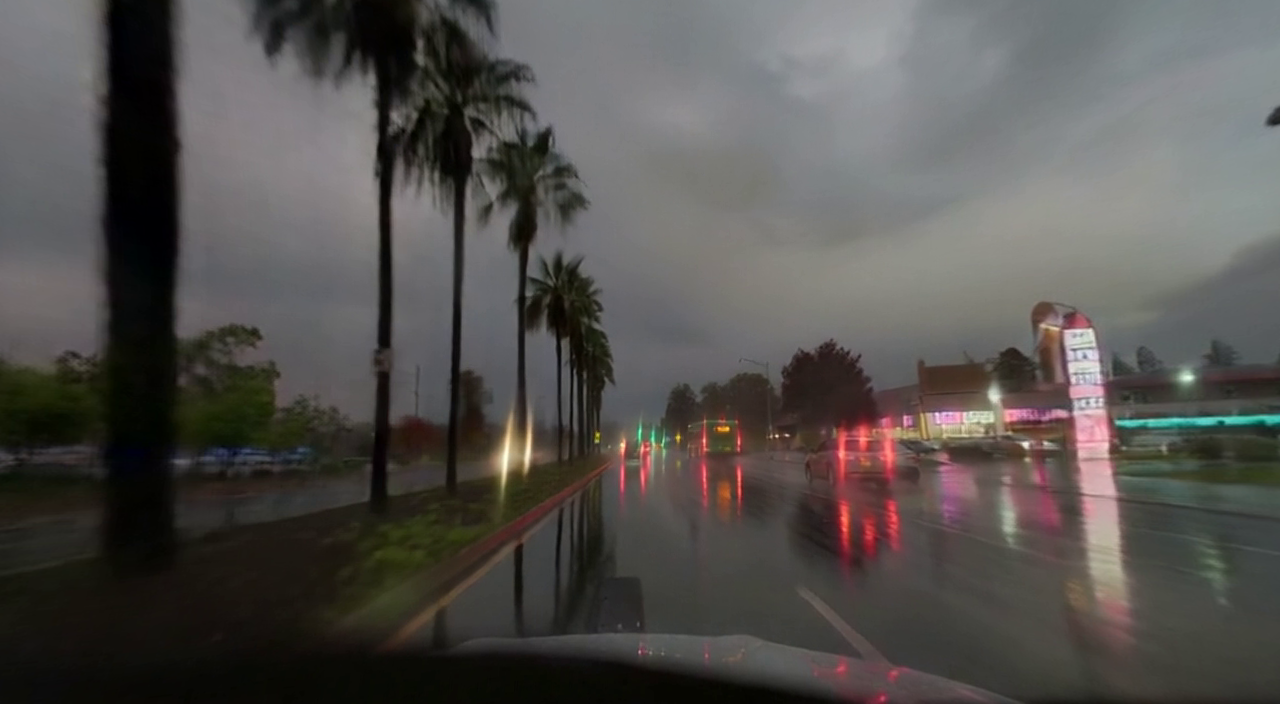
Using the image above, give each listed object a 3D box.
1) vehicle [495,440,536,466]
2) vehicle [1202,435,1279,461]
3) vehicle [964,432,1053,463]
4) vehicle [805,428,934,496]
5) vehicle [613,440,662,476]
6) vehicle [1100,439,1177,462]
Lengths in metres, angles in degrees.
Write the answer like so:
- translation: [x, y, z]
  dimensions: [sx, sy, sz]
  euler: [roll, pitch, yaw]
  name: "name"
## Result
- translation: [-8.928, 7.287, 45.699]
  dimensions: [2.106, 1.817, 4.847]
  euler: [0, -9, -1]
  name: "vehicle"
- translation: [36.049, 5.680, 37.327]
  dimensions: [1.831, 1.432, 4.544]
  euler: [-1, -9, 6]
  name: "vehicle"
- translation: [23.836, 6.185, 40.960]
  dimensions: [4.595, 1.845, 1.919]
  euler: [0, -8, -6]
  name: "vehicle"
- translation: [6.311, 3.075, 17.965]
  dimensions: [2.031, 1.670, 4.154]
  euler: [0, -9, -1]
  name: "vehicle"
- translation: [-0.090, 4.781, 28.769]
  dimensions: [2.065, 1.477, 4.306]
  euler: [0, -9, 0]
  name: "vehicle"
- translation: [36.065, 7.167, 45.872]
  dimensions: [1.818, 1.451, 4.263]
  euler: [-2, -10, -5]
  name: "vehicle"
